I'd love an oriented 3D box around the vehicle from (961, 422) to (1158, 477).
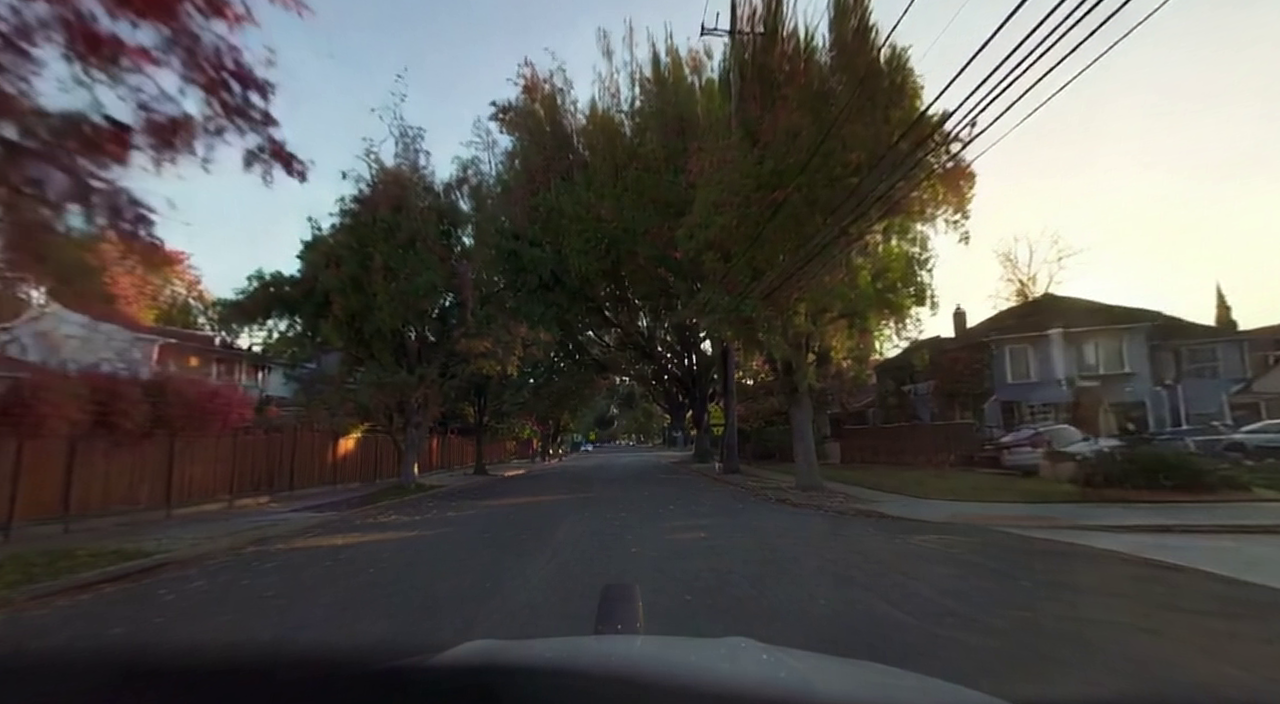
[{"bbox_3d":[12.364,2.922,18.982,4.286,1.525,2.219,-2,-9,11],"label":"vehicle"}]
